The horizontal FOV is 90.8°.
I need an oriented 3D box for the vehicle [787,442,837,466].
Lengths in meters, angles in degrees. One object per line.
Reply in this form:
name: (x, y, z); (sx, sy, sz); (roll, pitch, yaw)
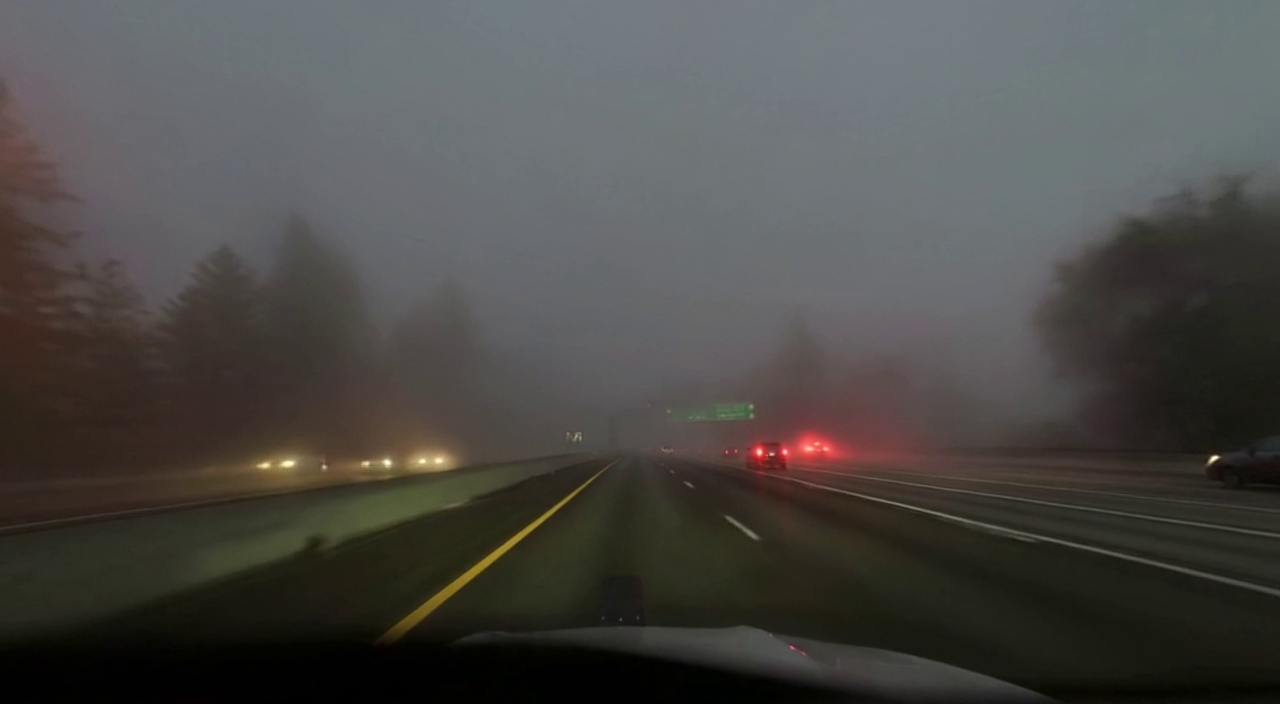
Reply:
vehicle: (10.923, 6.497, 40.395); (1.931, 1.479, 4.183); (0, -9, -1)

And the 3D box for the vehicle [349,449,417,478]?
vehicle: (-15.755, 6.829, 39.040); (2.345, 1.623, 4.641); (0, -9, -2)

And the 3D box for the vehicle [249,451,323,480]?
vehicle: (-24.682, 7.880, 44.300); (2.302, 1.848, 4.869); (0, -9, 0)

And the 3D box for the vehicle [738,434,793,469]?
vehicle: (7.081, 5.655, 36.060); (2.098, 1.820, 4.505); (0, -9, -2)
